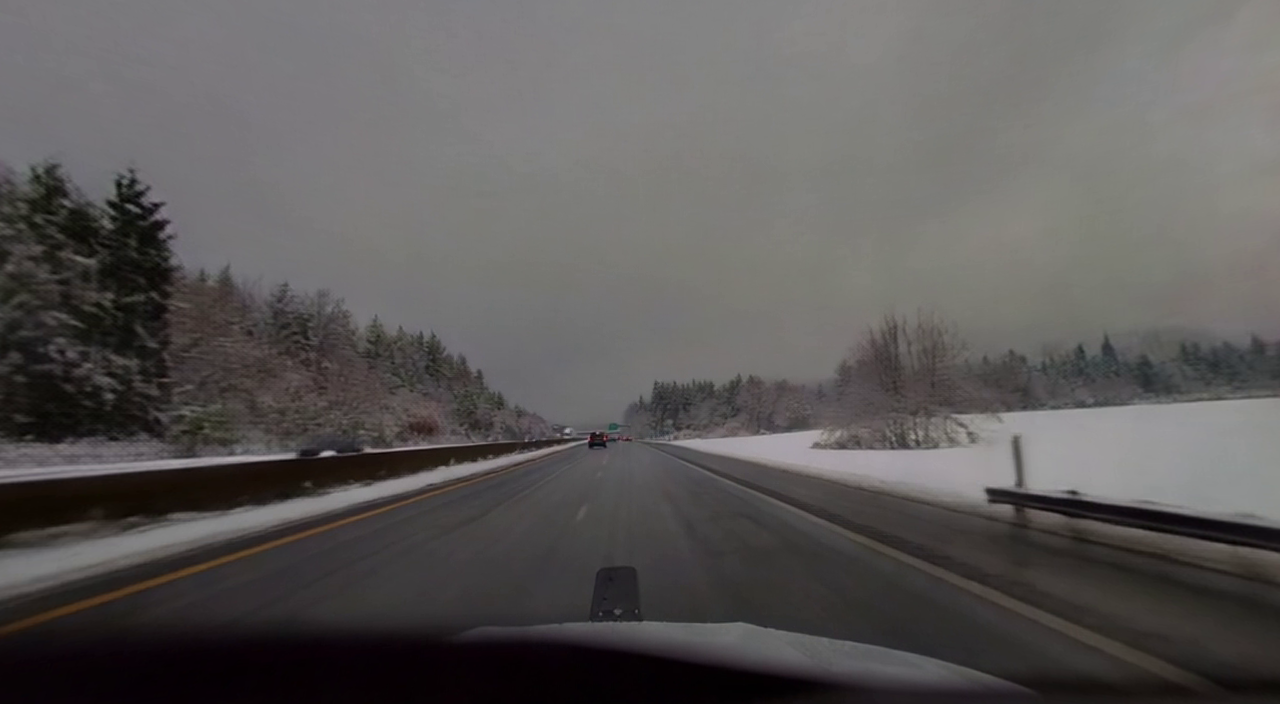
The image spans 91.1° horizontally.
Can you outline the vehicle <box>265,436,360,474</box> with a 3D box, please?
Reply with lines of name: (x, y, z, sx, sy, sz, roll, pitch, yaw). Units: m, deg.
vehicle: (-14.263, 4.485, 27.701, 1.872, 1.513, 4.459, 0, -8, -2)
